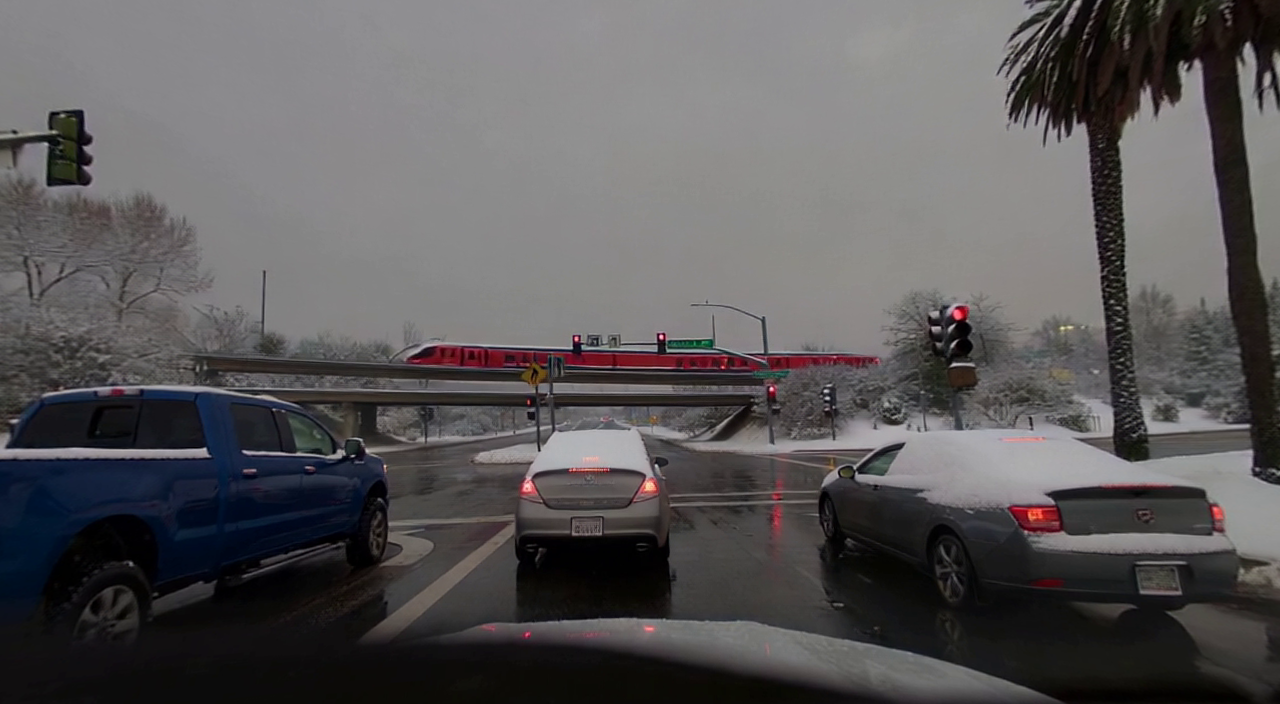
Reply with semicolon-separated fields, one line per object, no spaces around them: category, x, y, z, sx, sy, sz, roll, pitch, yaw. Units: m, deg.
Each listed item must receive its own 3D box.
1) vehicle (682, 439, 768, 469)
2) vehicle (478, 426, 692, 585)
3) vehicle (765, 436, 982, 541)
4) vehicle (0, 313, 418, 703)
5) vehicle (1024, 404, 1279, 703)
vehicle;4.213;5.163;32.090;1.878;1.428;4.416;5;-10;-33
vehicle;-0.613;1.771;8.143;2.035;1.491;4.090;0;-9;-3
vehicle;3.705;2.239;11.083;1.965;1.448;4.486;0;-9;-2
vehicle;-3.787;1.122;5.057;2.078;1.838;5.448;0;-9;-1
vehicle;3.874;0.908;2.299;2.052;1.496;4.541;0;-9;-1
